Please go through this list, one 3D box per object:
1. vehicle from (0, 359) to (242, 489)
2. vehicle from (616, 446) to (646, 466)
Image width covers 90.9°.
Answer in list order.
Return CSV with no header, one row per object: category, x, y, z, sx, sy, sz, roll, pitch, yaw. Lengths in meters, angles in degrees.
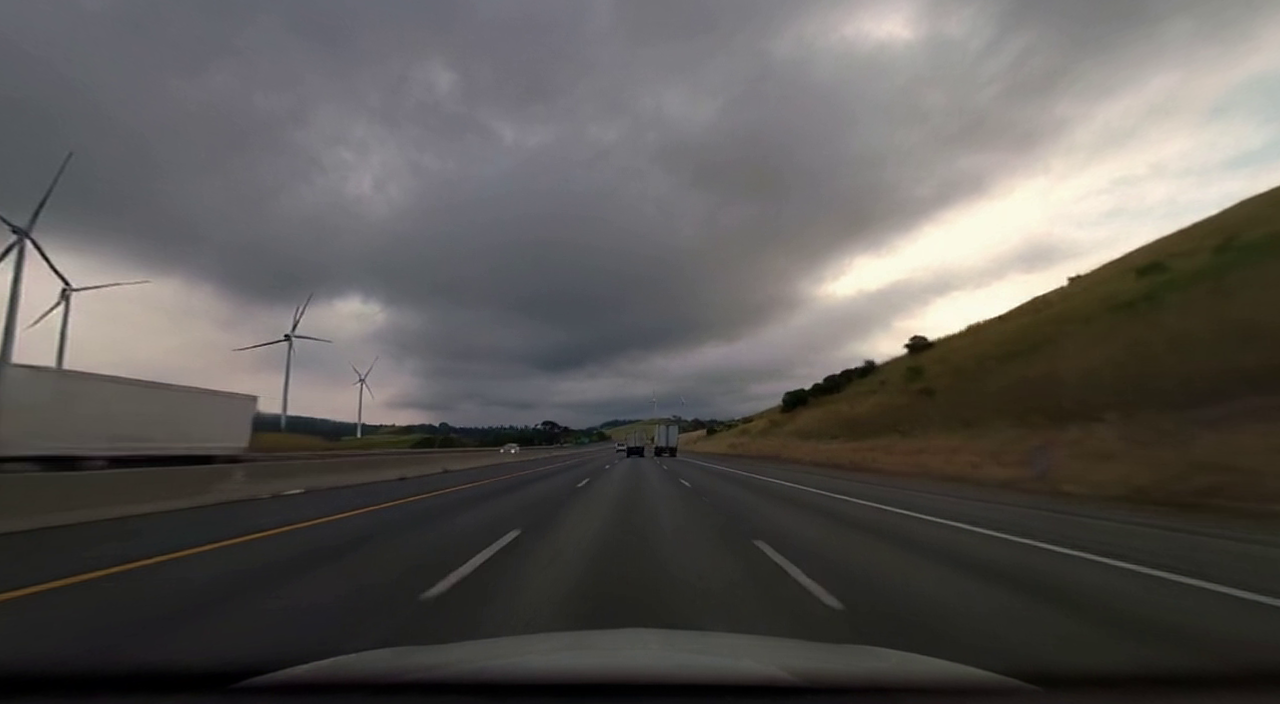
vehicle,-19.216,2.548,20.863,3.132,3.540,13.884,0,-9,0
vehicle,-0.679,7.986,48.563,2.209,1.453,3.695,0,-9,-1
